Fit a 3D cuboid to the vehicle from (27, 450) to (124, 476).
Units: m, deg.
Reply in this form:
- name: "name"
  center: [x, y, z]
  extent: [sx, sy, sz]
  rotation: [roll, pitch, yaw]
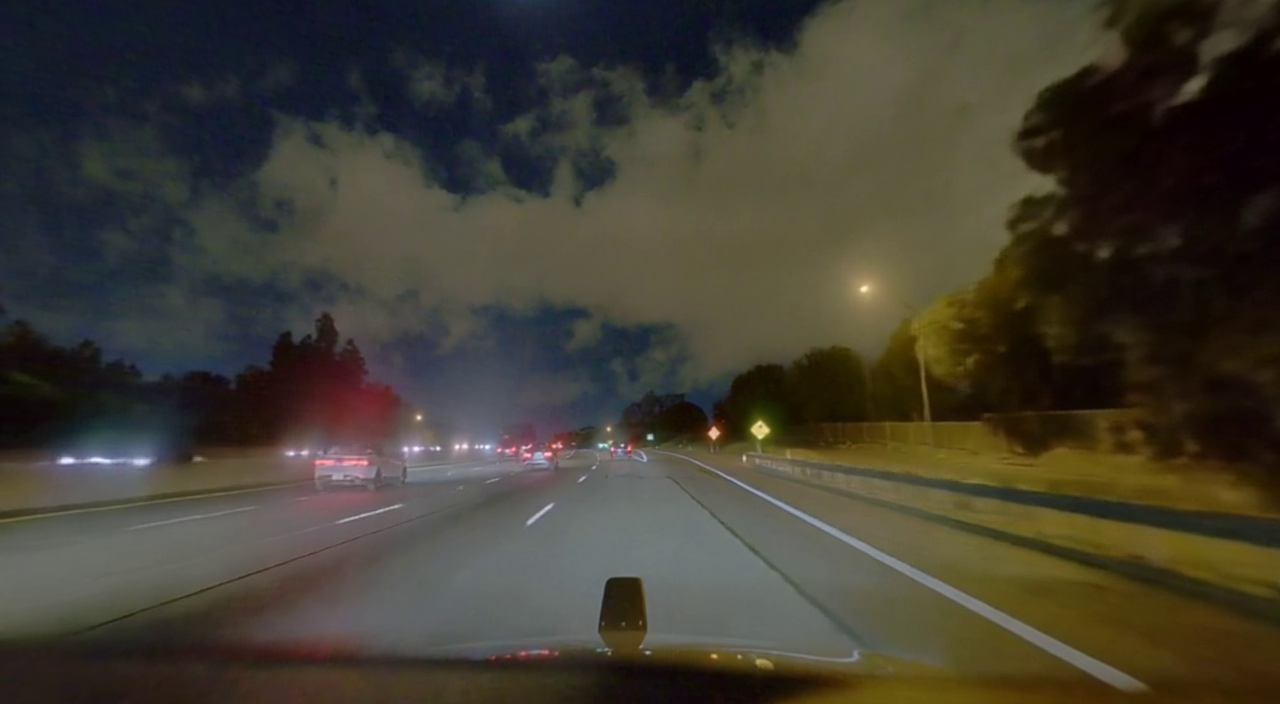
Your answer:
- name: "vehicle"
  center: [-35.813, 7.006, 40.200]
  extent: [1.829, 1.479, 4.742]
  rotation: [0, -8, -2]

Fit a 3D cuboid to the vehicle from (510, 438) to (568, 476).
- name: "vehicle"
  center: [-4.552, 4.786, 28.985]
  extent: [1.991, 1.610, 4.606]
  rotation: [0, -8, -1]

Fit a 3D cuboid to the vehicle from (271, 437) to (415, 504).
- name: "vehicle"
  center: [-8.019, 3.200, 17.528]
  extent: [2.086, 1.628, 4.039]
  rotation: [0, -8, -1]

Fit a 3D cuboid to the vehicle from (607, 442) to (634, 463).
- name: "vehicle"
  center: [-1.413, 7.174, 45.105]
  extent: [1.881, 1.460, 3.694]
  rotation: [0, -8, -2]
